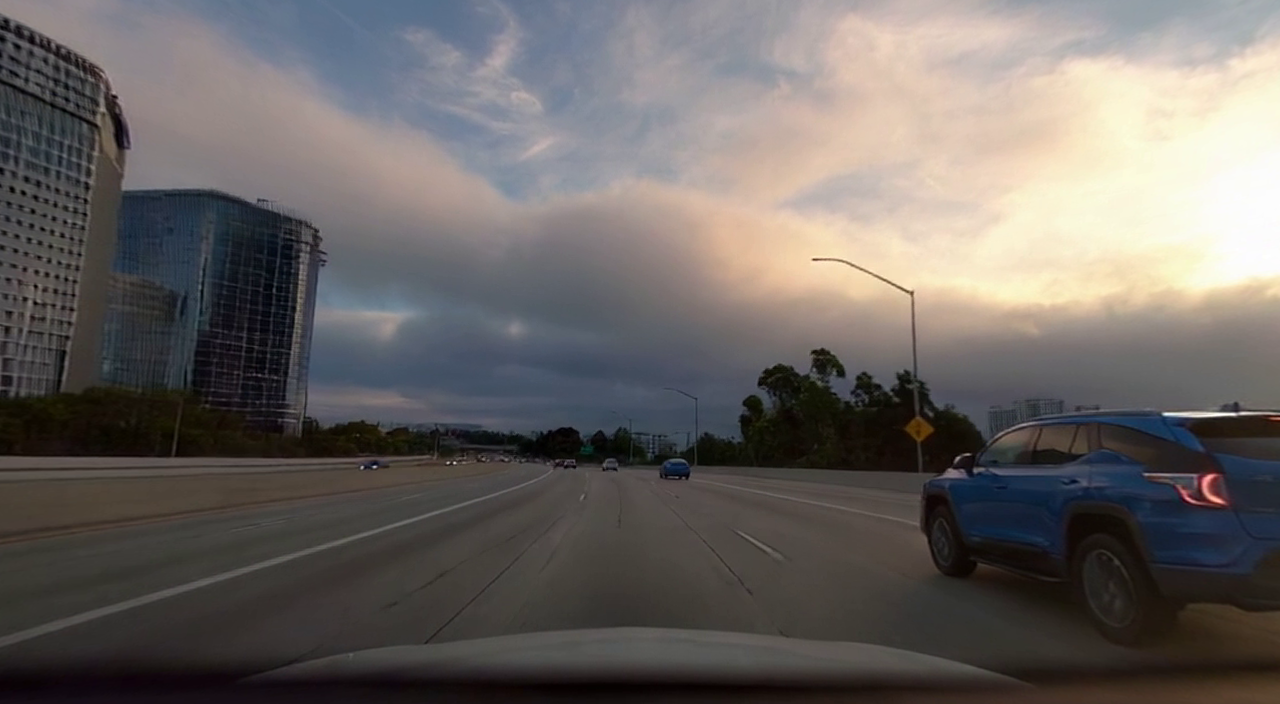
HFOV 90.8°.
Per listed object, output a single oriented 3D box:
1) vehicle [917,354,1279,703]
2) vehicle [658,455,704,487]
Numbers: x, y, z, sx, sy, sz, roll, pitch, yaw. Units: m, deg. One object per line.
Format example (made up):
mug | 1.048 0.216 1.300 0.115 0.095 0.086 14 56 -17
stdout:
vehicle | 4.149 1.166 4.594 2.182 1.826 4.392 0 -9 -1
vehicle | 2.455 7.353 39.305 2.110 1.780 4.682 1 -9 -5
